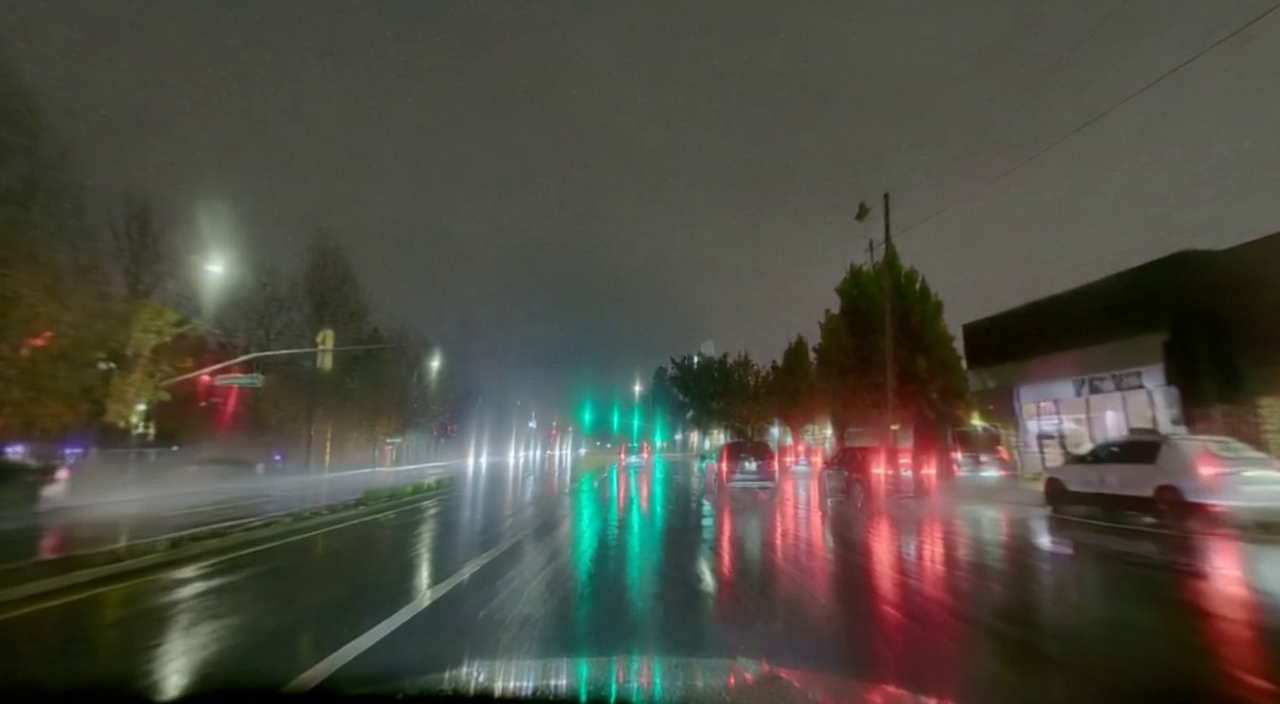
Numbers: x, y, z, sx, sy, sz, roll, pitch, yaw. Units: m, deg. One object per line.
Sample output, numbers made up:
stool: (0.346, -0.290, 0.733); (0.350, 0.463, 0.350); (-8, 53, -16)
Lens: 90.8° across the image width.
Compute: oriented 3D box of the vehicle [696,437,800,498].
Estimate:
vehicle: (2.974, 3.297, 18.502); (2.072, 1.545, 4.578); (0, -8, -2)

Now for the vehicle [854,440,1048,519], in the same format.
vehicle: (6.634, 2.740, 14.186); (1.952, 1.449, 4.544); (0, -8, -1)

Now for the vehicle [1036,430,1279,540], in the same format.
vehicle: (10.505, 2.479, 12.524); (2.057, 1.748, 4.673); (0, -8, -3)

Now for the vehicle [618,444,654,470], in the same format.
vehicle: (-0.249, 6.303, 38.304); (2.052, 1.461, 4.324); (0, -8, 0)
